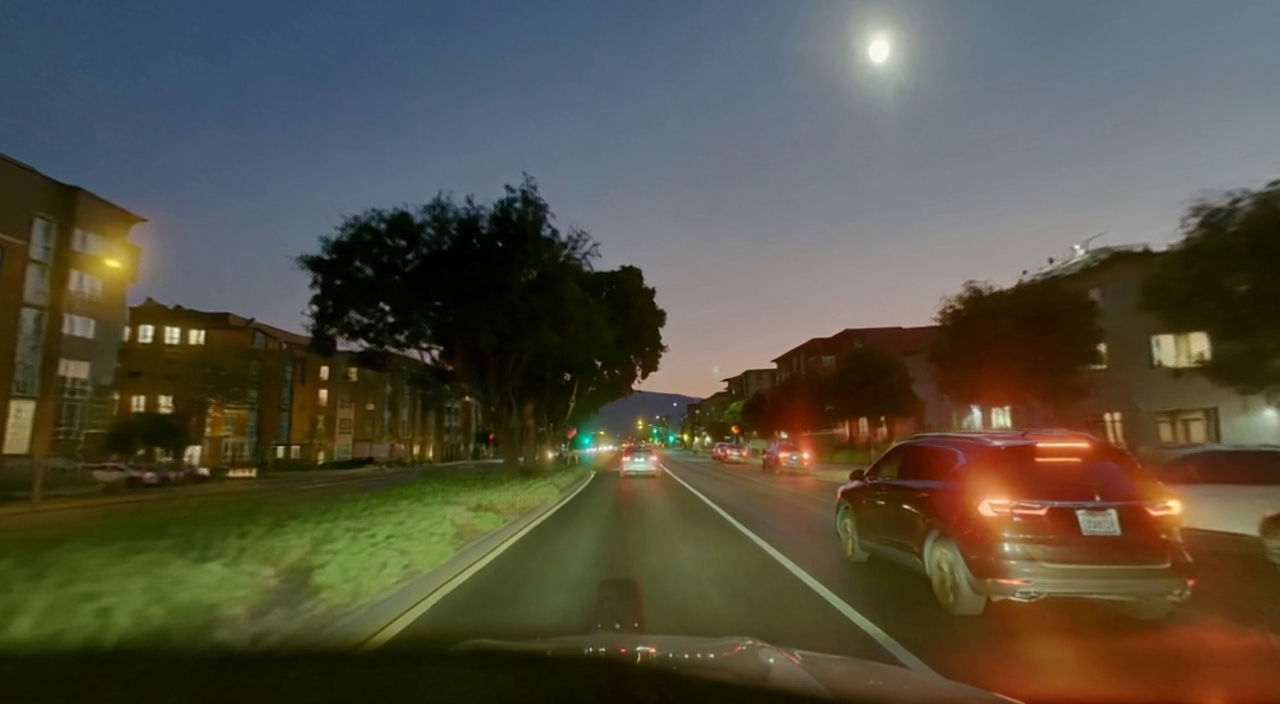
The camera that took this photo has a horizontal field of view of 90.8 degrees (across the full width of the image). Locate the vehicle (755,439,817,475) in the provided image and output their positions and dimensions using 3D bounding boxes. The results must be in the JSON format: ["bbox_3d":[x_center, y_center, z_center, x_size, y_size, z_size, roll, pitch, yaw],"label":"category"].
[{"bbox_3d":[7.530,5.456,33.023,2.115,1.739,4.528,0,-9,0],"label":"vehicle"}]

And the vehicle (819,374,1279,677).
[{"bbox_3d":[3.222,1.288,5.716,1.949,1.723,4.020,0,-9,-1],"label":"vehicle"}]

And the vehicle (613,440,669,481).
[{"bbox_3d":[0.008,4.194,24.684,2.006,1.487,3.535,0,-9,-1],"label":"vehicle"}]

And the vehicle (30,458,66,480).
[{"bbox_3d":[-42.305,8.344,45.218,1.653,1.446,3.567,6,-12,-40],"label":"vehicle"}]

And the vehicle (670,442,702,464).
[{"bbox_3d":[3.291,7.325,45.822,1.910,1.474,4.003,0,-9,-1],"label":"vehicle"}]

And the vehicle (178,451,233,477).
[{"bbox_3d":[-30.904,7.930,44.879,4.272,1.704,2.031,-7,-11,40],"label":"vehicle"}]

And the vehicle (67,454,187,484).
[{"bbox_3d":[-27.712,6.296,34.236,4.732,1.497,2.077,-1,-9,2],"label":"vehicle"}]
